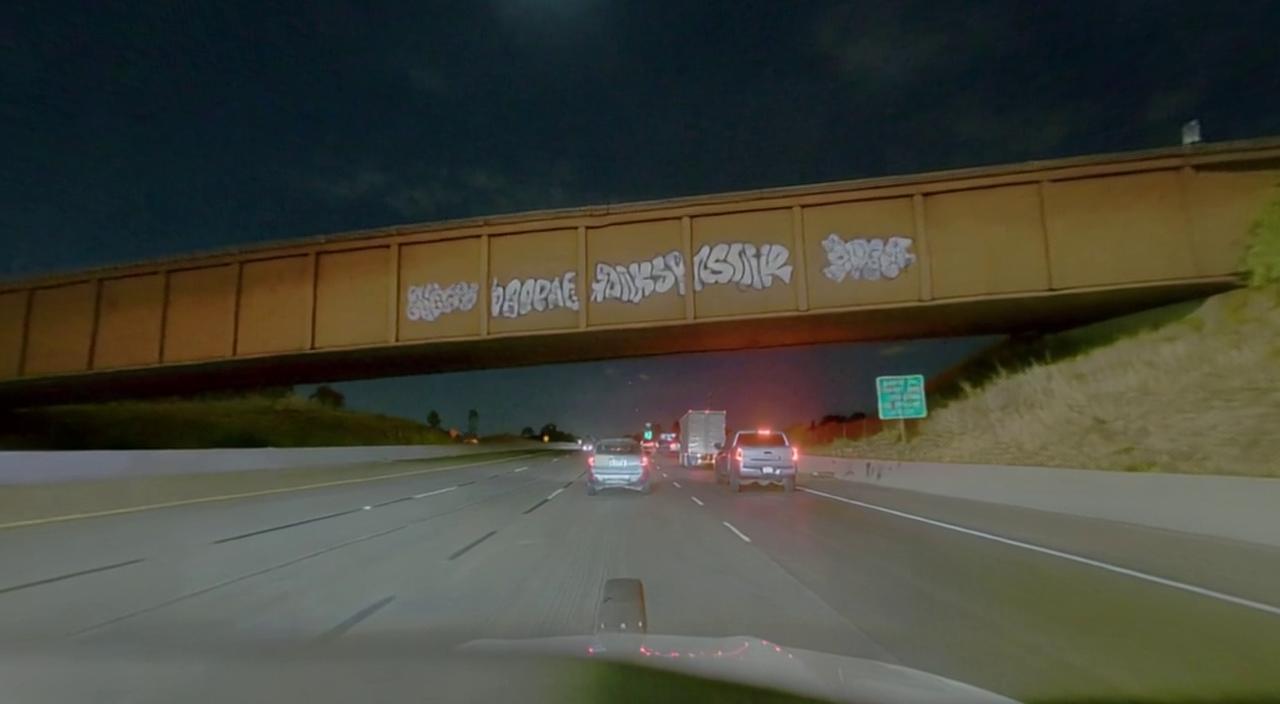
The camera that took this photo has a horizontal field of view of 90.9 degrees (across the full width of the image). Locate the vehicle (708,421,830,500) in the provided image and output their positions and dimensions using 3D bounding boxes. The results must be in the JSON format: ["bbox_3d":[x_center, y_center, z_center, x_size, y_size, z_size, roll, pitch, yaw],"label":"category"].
[{"bbox_3d":[3.491,3.104,18.544,2.311,1.922,5.977,0,-8,0],"label":"vehicle"}]

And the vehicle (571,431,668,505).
[{"bbox_3d":[-0.457,2.902,16.210,2.193,1.651,3.946,0,-8,0],"label":"vehicle"}]

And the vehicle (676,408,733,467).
[{"bbox_3d":[3.952,5.500,40.315,2.873,3.408,7.323,0,-8,0],"label":"vehicle"}]
